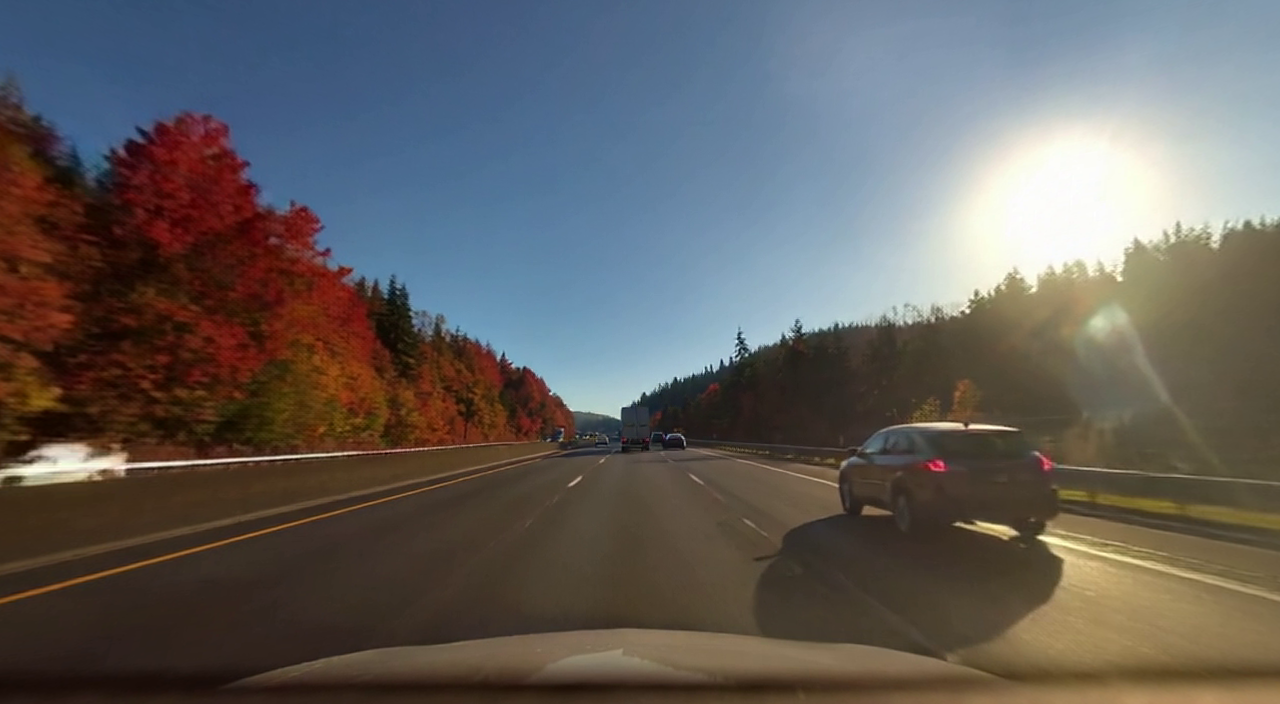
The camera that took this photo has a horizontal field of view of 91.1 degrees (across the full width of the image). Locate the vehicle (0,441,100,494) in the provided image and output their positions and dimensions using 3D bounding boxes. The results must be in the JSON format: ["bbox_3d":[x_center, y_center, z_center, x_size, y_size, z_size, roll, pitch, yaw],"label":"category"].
[{"bbox_3d":[-20.612,3.705,20.360,1.998,1.584,4.752,0,-8,0],"label":"vehicle"}]

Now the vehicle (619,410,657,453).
[{"bbox_3d":[-0.276,5.976,47.214,2.631,2.957,6.512,0,-8,-2],"label":"vehicle"}]

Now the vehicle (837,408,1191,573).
[{"bbox_3d":[4.091,1.549,7.838,1.882,1.492,3.958,0,-8,-2],"label":"vehicle"}]
